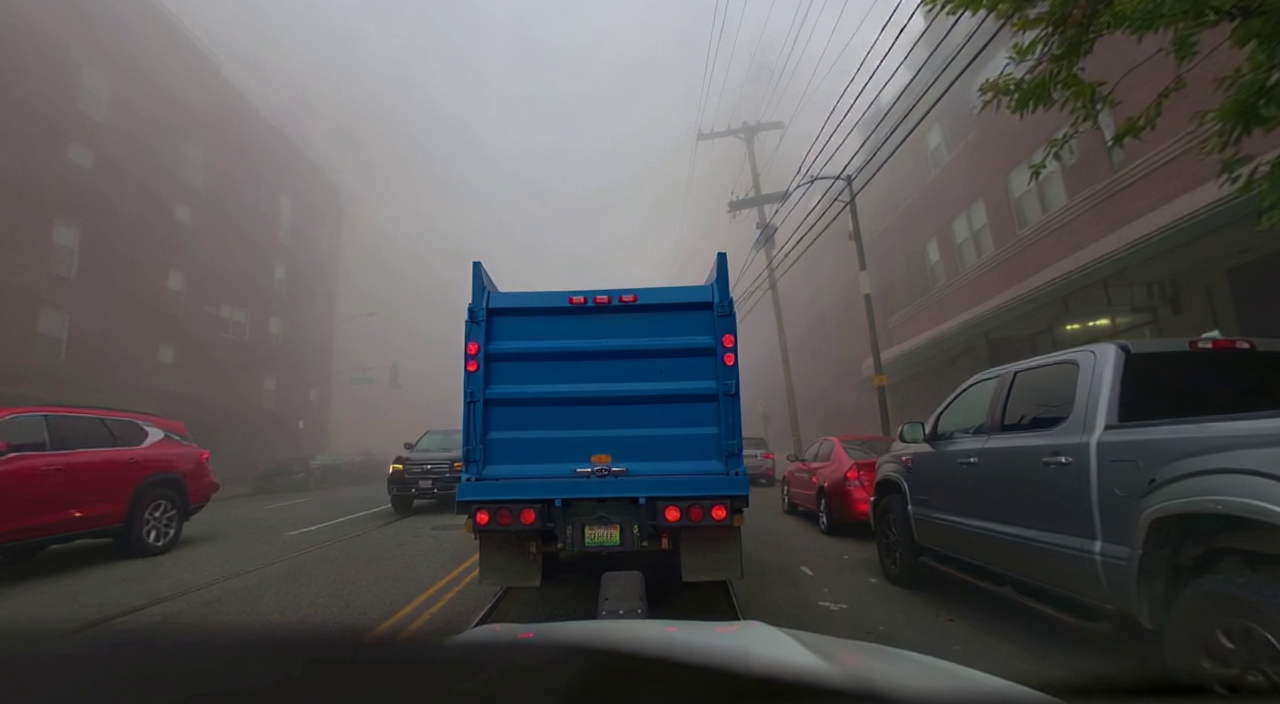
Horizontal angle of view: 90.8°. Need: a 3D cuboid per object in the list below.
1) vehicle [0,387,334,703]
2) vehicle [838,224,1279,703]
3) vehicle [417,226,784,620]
[{"bbox_3d":[-4.119,1.157,4.083,1.988,1.657,4.492,0,-8,0],"label":"vehicle"},{"bbox_3d":[3.237,0.846,3.846,2.242,1.979,5.722,0,-8,1],"label":"vehicle"},{"bbox_3d":[-0.236,1.116,9.268,2.878,3.204,8.244,0,-8,1],"label":"vehicle"}]
